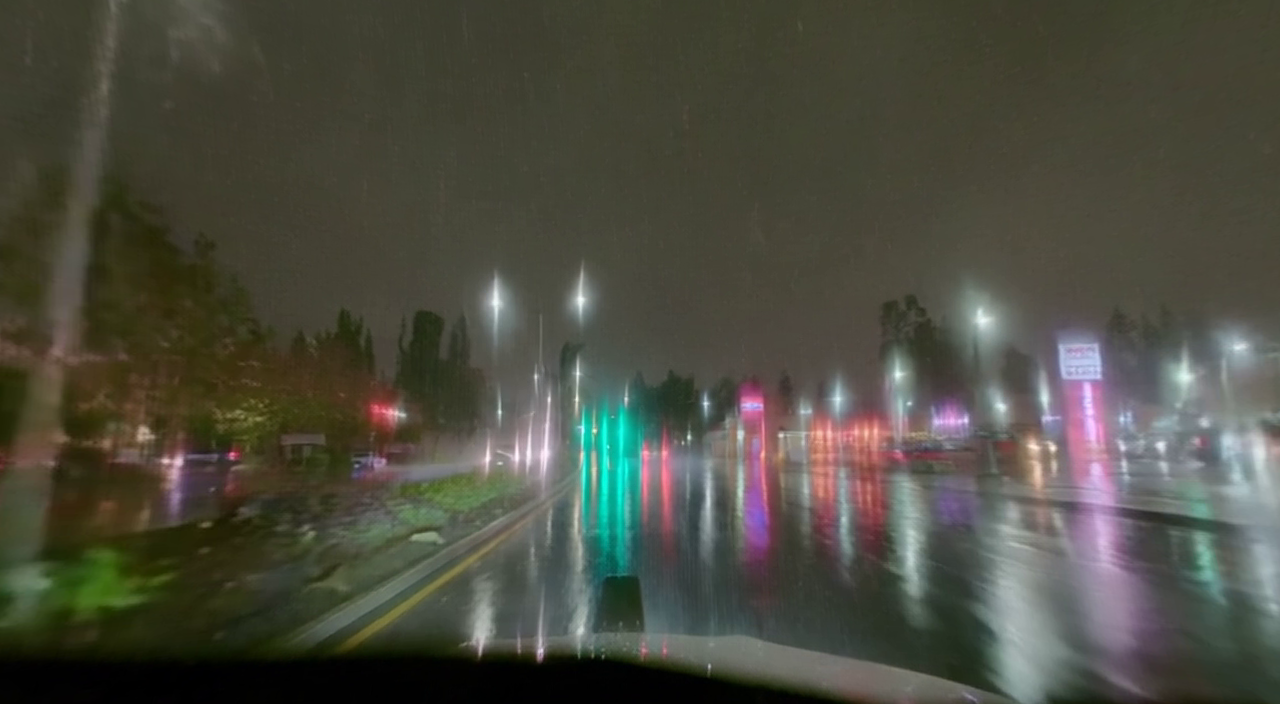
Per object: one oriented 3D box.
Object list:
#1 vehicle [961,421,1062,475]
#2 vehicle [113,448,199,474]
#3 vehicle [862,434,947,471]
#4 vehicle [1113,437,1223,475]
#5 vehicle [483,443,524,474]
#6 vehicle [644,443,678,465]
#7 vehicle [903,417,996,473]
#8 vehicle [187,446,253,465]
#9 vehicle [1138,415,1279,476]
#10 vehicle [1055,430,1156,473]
[{"bbox_3d":[18.396,4.718,31.117,2.727,2.396,5.918,-9,-12,44],"label":"vehicle"},{"bbox_3d":[-31.661,7.128,41.399,3.952,1.462,1.857,2,-6,-6],"label":"vehicle"},{"bbox_3d":[15.117,5.695,35.937,5.161,1.927,2.464,8,-12,-43],"label":"vehicle"},{"bbox_3d":[25.854,5.085,31.139,1.917,1.720,4.071,0,-9,2],"label":"vehicle"},{"bbox_3d":[-8.089,6.346,37.845,2.180,1.556,5.130,2,-7,-11],"label":"vehicle"},{"bbox_3d":[1.436,7.292,45.196,1.913,1.473,4.360,1,-9,-5],"label":"vehicle"},{"bbox_3d":[16.290,4.871,33.105,5.908,2.641,2.303,8,-12,-43],"label":"vehicle"},{"bbox_3d":[-32.473,8.025,48.932,3.768,1.443,1.800,0,-9,-4],"label":"vehicle"},{"bbox_3d":[28.974,4.660,31.591,2.248,2.714,6.788,0,-9,-3],"label":"vehicle"},{"bbox_3d":[22.748,4.887,31.273,2.747,1.912,6.426,-4,-9,25],"label":"vehicle"}]
